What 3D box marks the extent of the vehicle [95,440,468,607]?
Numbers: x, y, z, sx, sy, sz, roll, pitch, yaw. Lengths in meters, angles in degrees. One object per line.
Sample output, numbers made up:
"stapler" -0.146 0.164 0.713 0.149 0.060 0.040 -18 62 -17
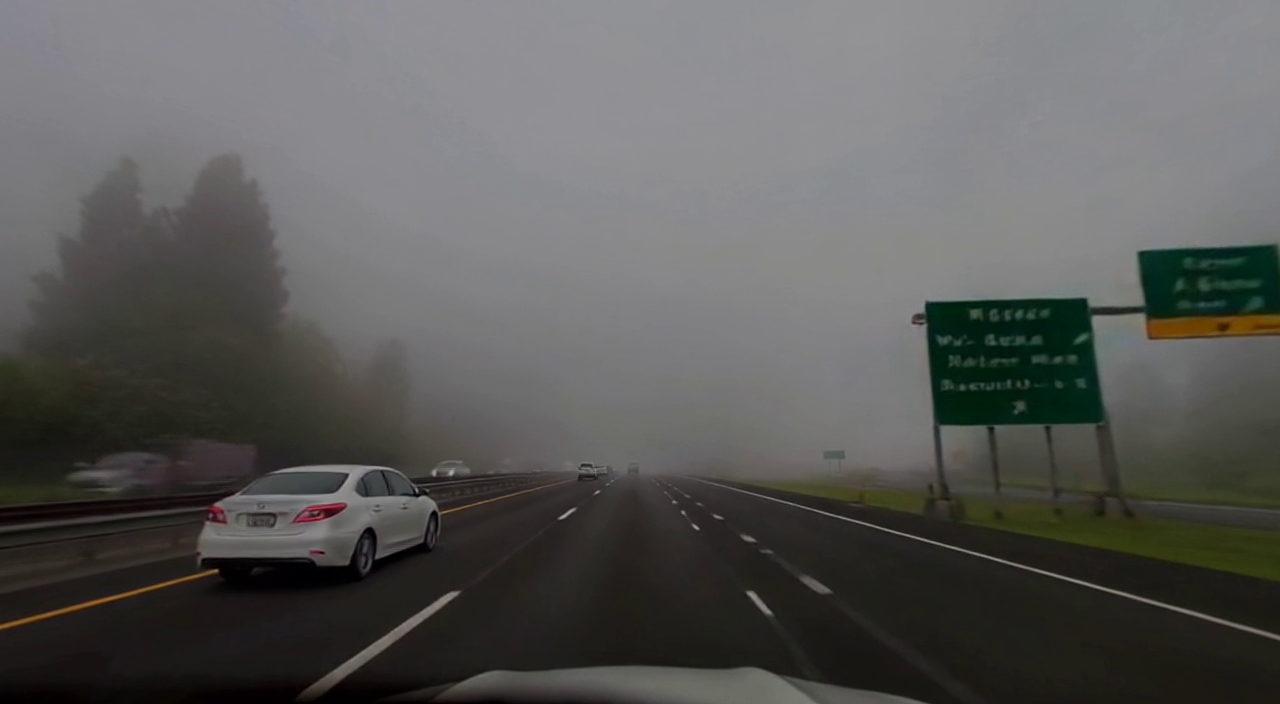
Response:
"vehicle" -3.803 1.945 7.891 1.998 1.427 4.462 1 -11 0
